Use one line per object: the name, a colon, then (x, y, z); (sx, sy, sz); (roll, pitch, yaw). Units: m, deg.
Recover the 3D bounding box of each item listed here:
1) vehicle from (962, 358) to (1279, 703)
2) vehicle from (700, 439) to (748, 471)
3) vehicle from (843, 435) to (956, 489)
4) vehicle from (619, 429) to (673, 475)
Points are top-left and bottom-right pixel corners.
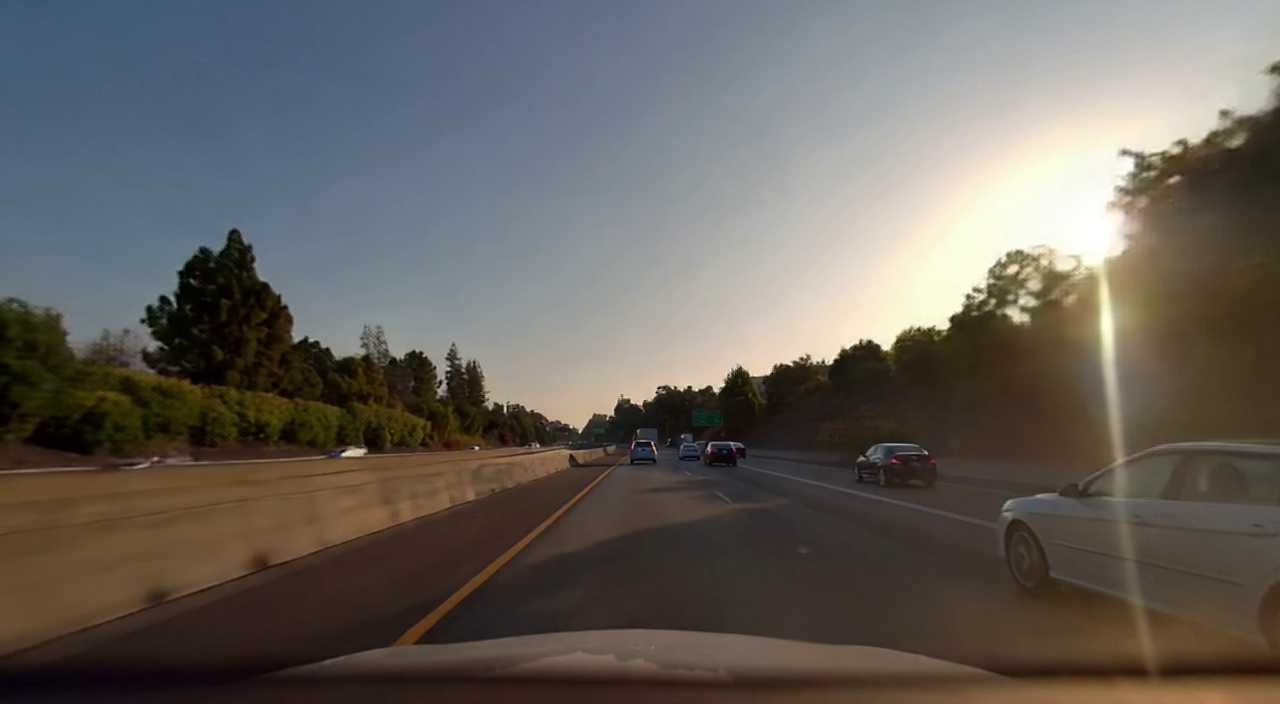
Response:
vehicle: (3.734, 0.916, 3.085); (2.003, 1.661, 4.418); (-1, -8, 1)
vehicle: (4.204, 5.190, 32.104); (1.825, 1.487, 4.034); (0, -8, -1)
vehicle: (8.087, 3.459, 20.146); (1.810, 1.516, 4.183); (0, -8, 0)
vehicle: (0.224, 4.335, 27.562); (2.189, 1.852, 4.038); (0, -8, 0)
